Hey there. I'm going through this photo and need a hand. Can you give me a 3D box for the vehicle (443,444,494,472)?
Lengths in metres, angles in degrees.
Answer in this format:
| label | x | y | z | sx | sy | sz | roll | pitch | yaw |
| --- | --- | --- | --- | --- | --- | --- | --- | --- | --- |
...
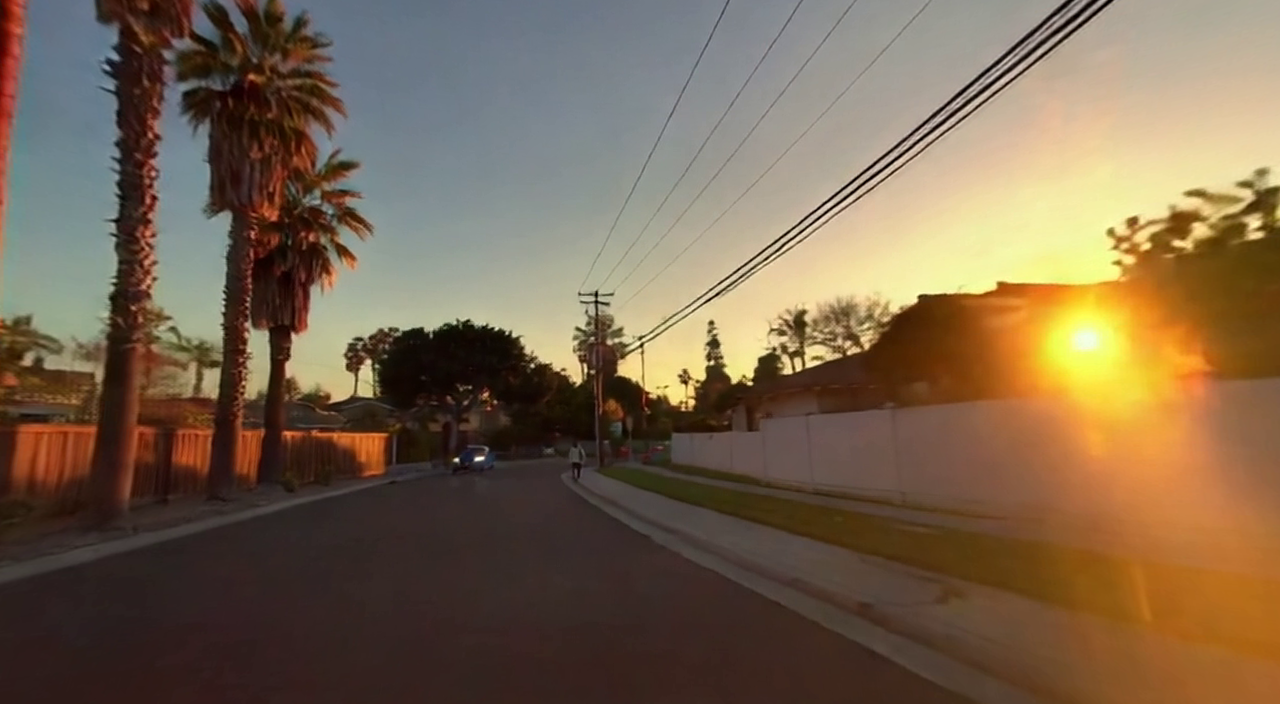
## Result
| label | x | y | z | sx | sy | sz | roll | pitch | yaw |
| --- | --- | --- | --- | --- | --- | --- | --- | --- | --- |
| vehicle | -11.302 | 6.989 | 41.957 | 2.208 | 1.758 | 4.529 | 1 | -9 | -2 |
